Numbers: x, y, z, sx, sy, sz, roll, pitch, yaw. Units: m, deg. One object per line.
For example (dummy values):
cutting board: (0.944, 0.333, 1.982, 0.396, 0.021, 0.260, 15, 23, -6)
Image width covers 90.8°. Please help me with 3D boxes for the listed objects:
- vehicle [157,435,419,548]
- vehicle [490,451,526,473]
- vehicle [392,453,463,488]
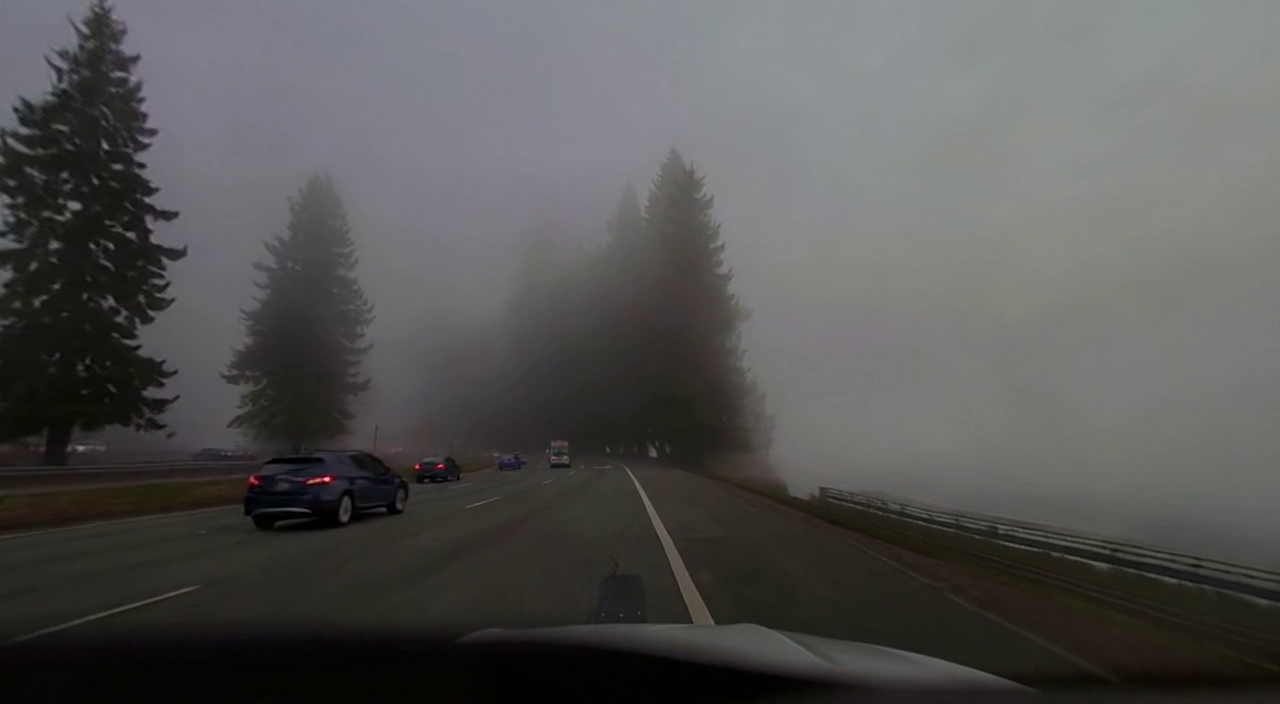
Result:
vehicle: (-6.321, 2.519, 12.216, 2.210, 1.737, 4.649, -1, -8, 3)
vehicle: (-10.220, 8.518, 49.111, 1.886, 1.535, 4.742, 0, -8, -1)
vehicle: (-10.059, 5.612, 30.301, 1.781, 1.476, 4.513, 0, -8, 1)
